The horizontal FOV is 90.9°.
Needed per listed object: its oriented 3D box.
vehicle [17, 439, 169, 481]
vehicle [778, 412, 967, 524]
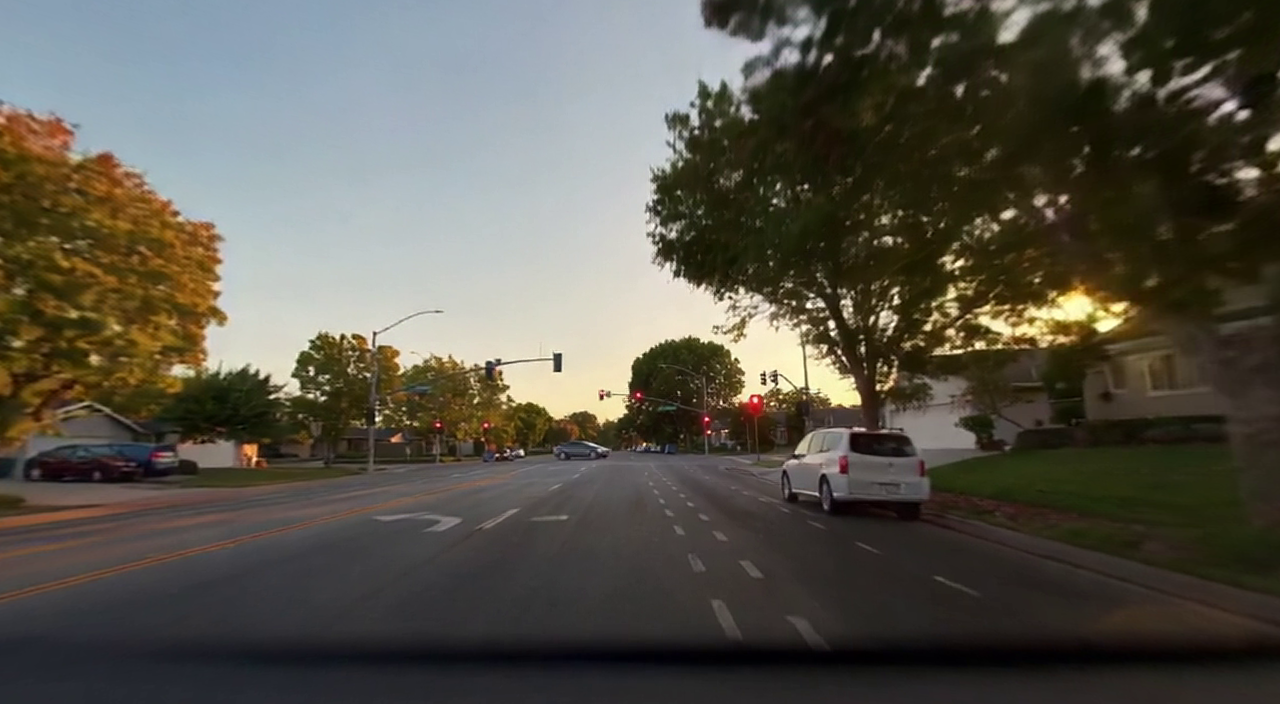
[{"bbox_3d":[-22.664,4.479,26.258,4.334,1.668,2.069,0,-9,-1],"label":"vehicle"},{"bbox_3d":[4.414,2.292,12.940,2.170,1.869,4.594,0,-9,1],"label":"vehicle"}]
